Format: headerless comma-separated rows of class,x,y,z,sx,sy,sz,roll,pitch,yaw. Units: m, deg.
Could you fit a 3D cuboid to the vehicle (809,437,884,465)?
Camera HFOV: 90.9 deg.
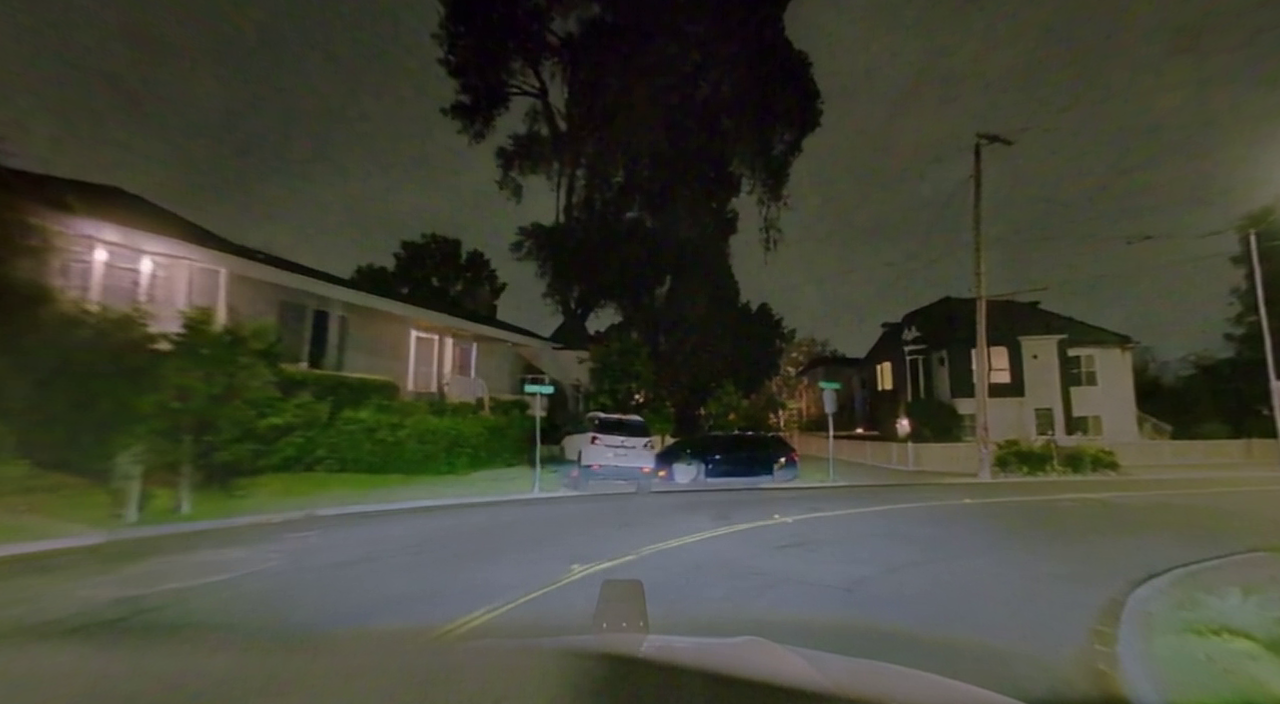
vehicle,12.234,5.883,37.494,3.784,1.532,1.650,-1,-9,-3
